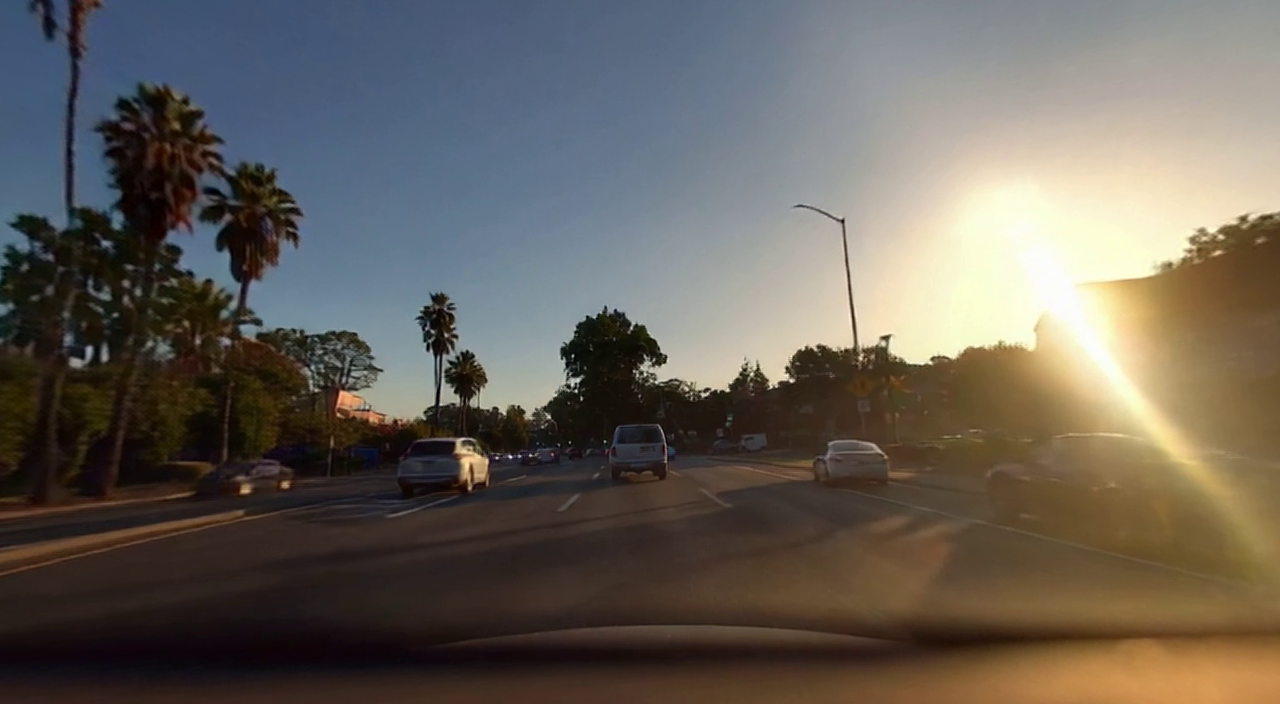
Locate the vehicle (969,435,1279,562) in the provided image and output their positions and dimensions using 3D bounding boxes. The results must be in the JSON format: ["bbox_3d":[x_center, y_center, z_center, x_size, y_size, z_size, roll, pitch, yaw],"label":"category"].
[{"bbox_3d":[7.071,1.993,9.439,1.871,1.434,4.437,0,-8,0],"label":"vehicle"}]

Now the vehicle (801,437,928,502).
[{"bbox_3d":[5.571,2.957,16.330,2.178,1.411,4.732,-1,-9,8],"label":"vehicle"}]

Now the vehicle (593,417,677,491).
[{"bbox_3d":[-0.350,3.487,21.780,2.507,2.161,6.049,1,-9,-4],"label":"vehicle"}]

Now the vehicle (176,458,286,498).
[{"bbox_3d":[-17.913,5.508,27.811,1.994,1.524,4.698,1,-9,-4],"label":"vehicle"}]

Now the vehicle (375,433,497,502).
[{"bbox_3d":[-5.578,3.226,17.945,2.235,1.682,4.662,1,-9,-4],"label":"vehicle"}]
